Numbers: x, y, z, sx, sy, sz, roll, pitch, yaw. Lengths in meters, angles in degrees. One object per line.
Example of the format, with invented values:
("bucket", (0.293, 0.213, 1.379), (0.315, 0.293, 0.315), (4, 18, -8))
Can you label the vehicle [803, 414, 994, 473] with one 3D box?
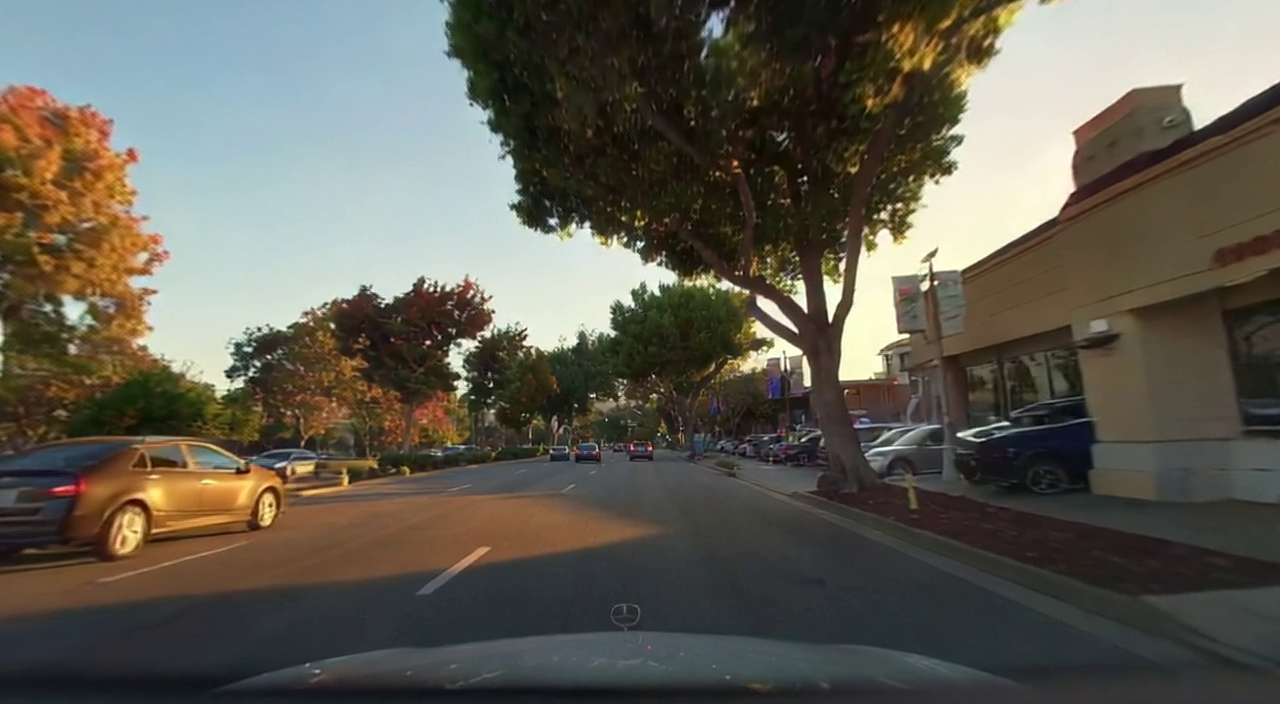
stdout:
("vehicle", (9.329, 3.366, 23.245), (5.976, 1.994, 2.295), (0, -8, 0))

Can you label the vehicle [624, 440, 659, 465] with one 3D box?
("vehicle", (0.032, 6.286, 39.632), (2.061, 1.469, 3.954), (0, -9, -1))

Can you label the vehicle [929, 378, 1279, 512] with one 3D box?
("vehicle", (8.690, 1.713, 11.410), (5.895, 1.980, 2.315), (-6, -11, 32))

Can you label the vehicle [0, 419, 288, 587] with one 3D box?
("vehicle", (-7.190, 1.839, 8.634), (2.038, 1.649, 4.665), (0, -9, 0))
